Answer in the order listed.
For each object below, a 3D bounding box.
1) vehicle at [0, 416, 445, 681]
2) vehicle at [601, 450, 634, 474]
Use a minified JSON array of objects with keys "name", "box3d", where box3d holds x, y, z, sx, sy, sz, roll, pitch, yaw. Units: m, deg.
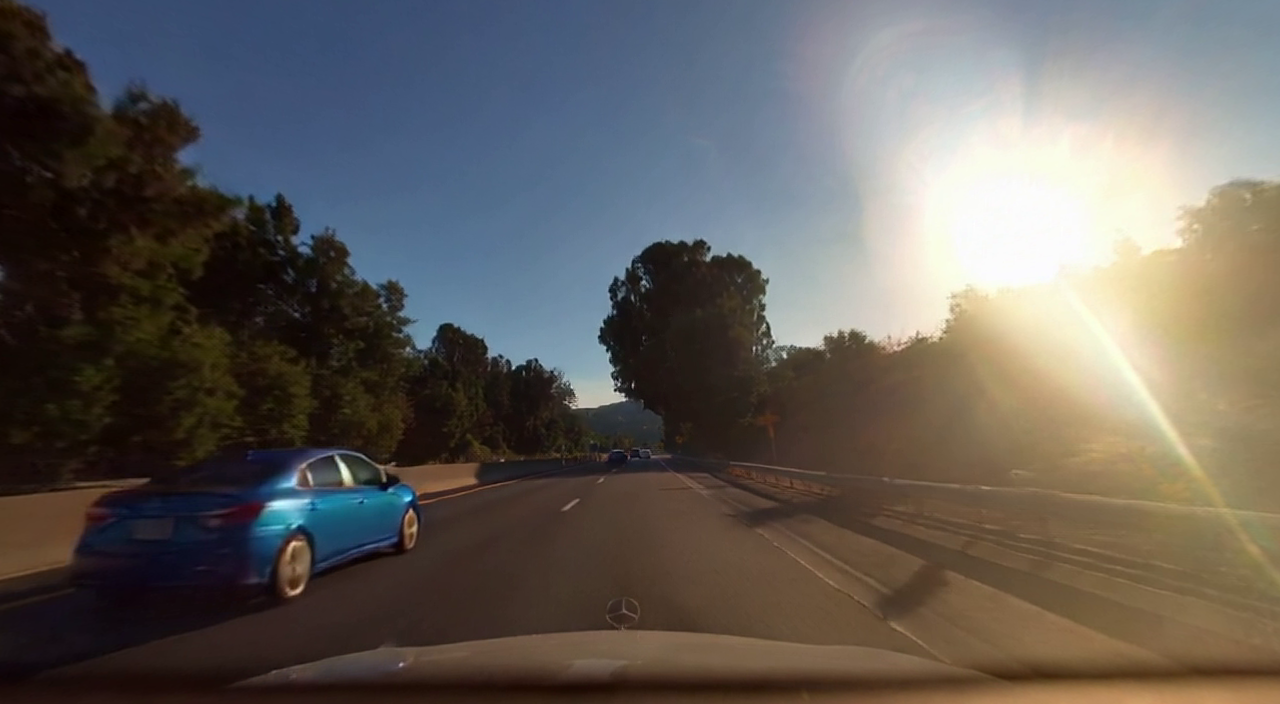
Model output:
[{"name":"vehicle","box3d":[-3.543,1.501,5.909,2.088,1.586,4.000,0,-9,1]},{"name":"vehicle","box3d":[-1.409,7.259,41.895,1.917,1.450,3.997,0,-9,2]}]
